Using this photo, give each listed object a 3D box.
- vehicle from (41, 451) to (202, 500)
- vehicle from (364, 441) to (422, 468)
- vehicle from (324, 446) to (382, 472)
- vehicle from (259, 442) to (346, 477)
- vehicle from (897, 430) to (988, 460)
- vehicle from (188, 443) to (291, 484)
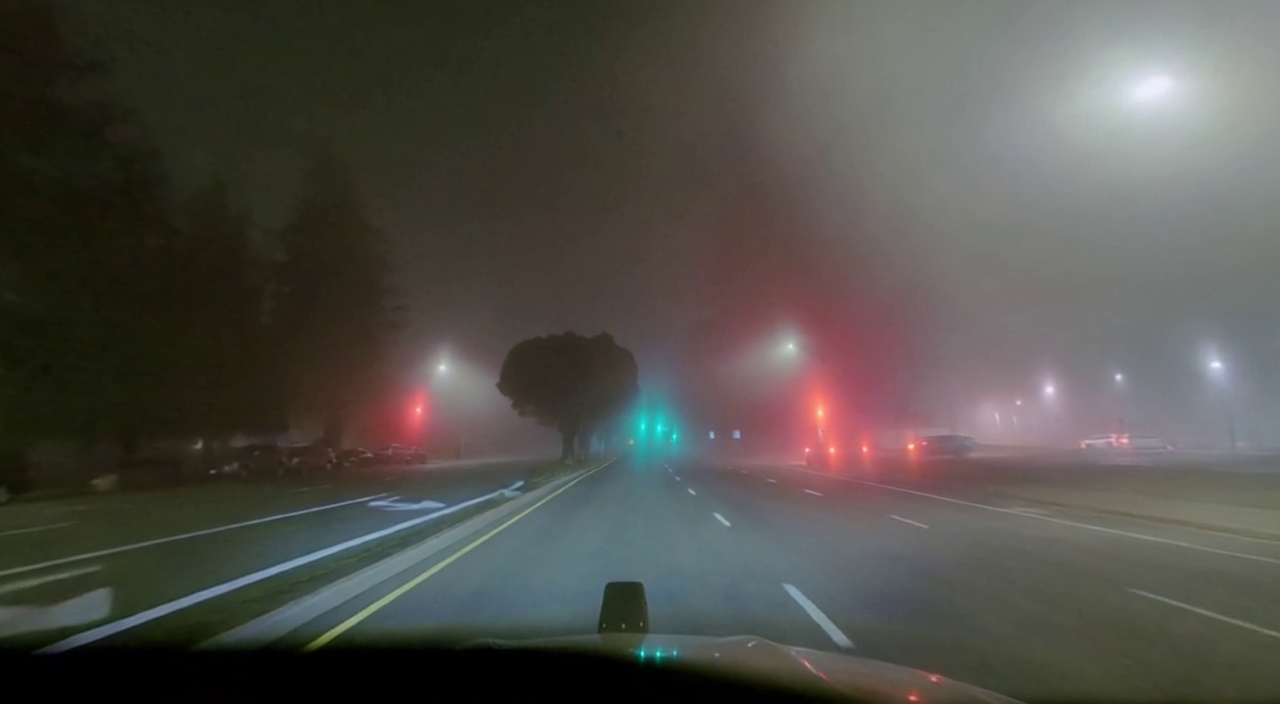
[{"bbox_3d":[-18.044,4.271,22.272,1.839,1.456,4.507,0,-8,0],"label":"vehicle"},{"bbox_3d":[-17.826,7.391,45.750,1.941,1.848,5.279,0,-8,1],"label":"vehicle"},{"bbox_3d":[-18.178,6.776,40.102,1.736,1.489,4.347,0,-8,-2],"label":"vehicle"},{"bbox_3d":[-18.153,5.751,34.215,2.115,1.716,4.900,0,-8,-2],"label":"vehicle"},{"bbox_3d":[22.213,6.838,46.400,5.532,2.065,2.166,-1,-8,0],"label":"vehicle"},{"bbox_3d":[-18.015,4.999,28.644,1.952,1.649,4.414,0,-8,-3],"label":"vehicle"}]
